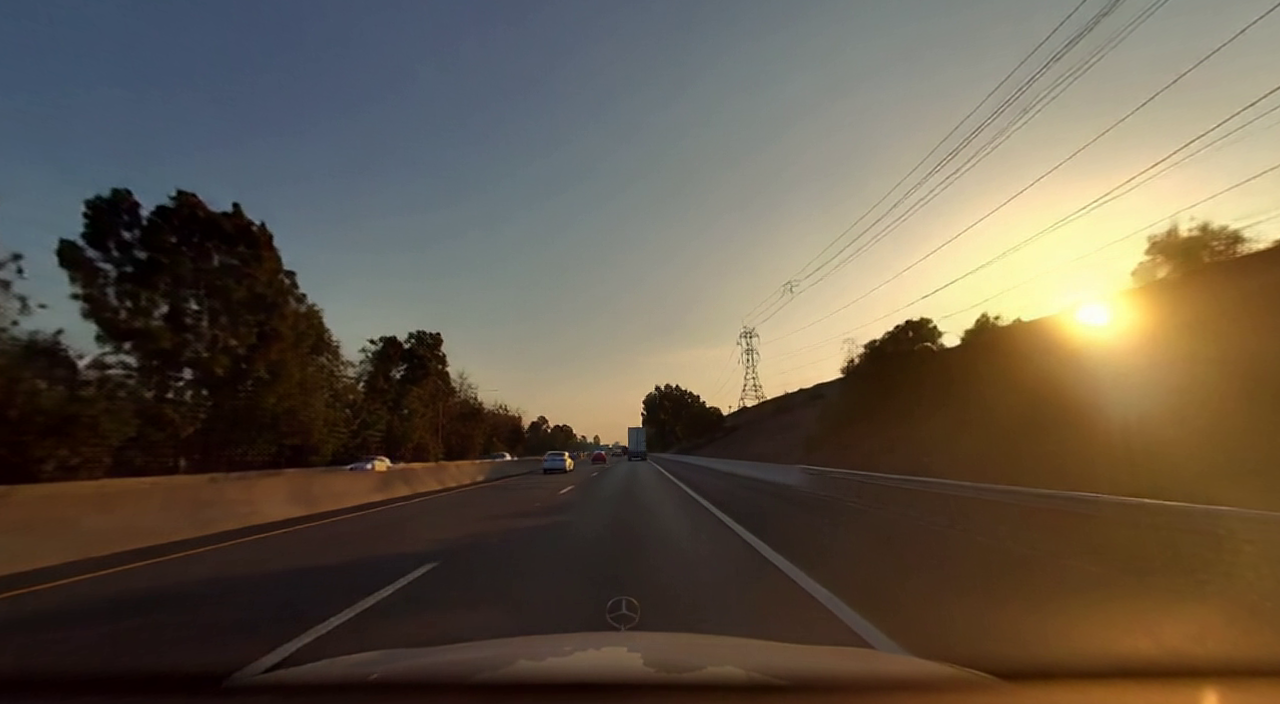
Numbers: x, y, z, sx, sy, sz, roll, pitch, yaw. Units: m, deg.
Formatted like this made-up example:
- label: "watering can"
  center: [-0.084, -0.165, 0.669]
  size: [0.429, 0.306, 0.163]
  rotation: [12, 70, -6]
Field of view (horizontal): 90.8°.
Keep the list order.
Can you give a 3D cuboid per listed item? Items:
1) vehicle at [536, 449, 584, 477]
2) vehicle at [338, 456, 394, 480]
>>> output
- label: "vehicle"
  center: [-4.429, 6.215, 35.533]
  size: [2.106, 1.445, 4.404]
  rotation: [0, -9, 0]
- label: "vehicle"
  center: [-18.102, 7.649, 41.826]
  size: [1.830, 1.469, 4.110]
  rotation: [0, -9, 0]
